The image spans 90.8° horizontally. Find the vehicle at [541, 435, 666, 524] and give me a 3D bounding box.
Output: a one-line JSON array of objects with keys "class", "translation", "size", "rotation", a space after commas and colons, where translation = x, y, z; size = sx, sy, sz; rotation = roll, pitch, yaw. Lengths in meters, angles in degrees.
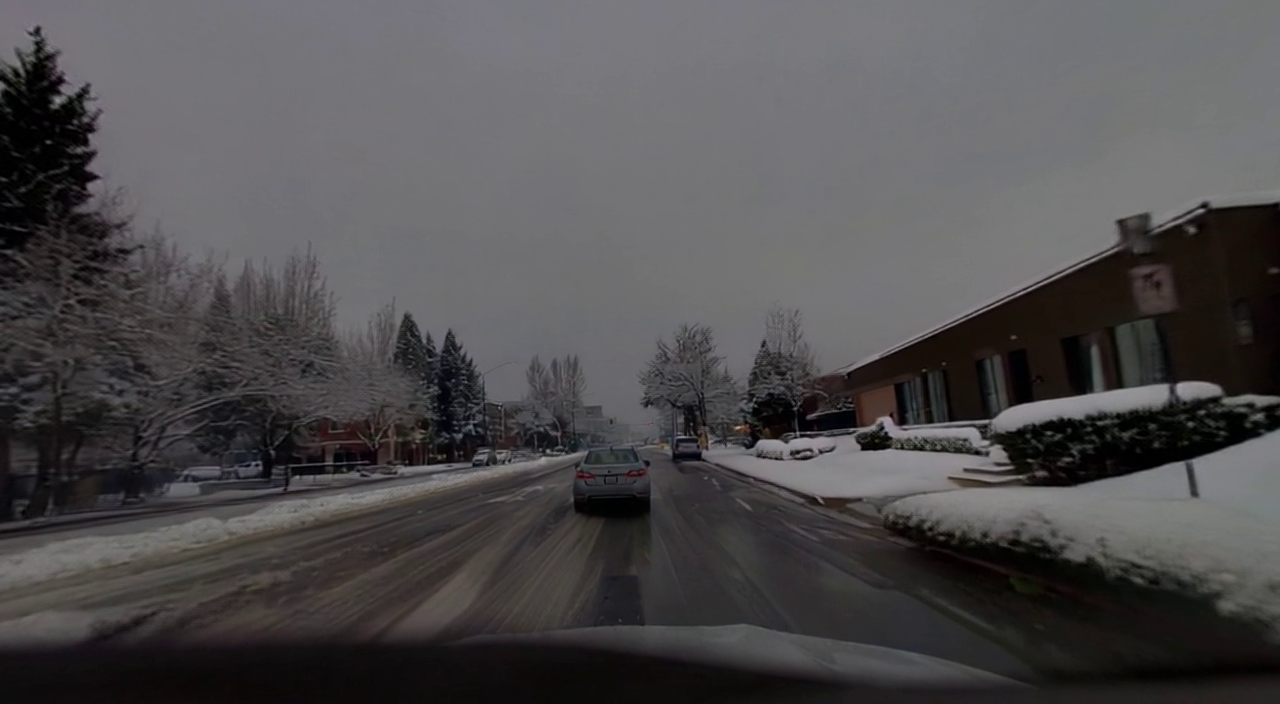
[{"class": "vehicle", "translation": [-0.733, 2.498, 12.984], "size": [2.116, 1.479, 4.358], "rotation": [0, -9, -3]}]

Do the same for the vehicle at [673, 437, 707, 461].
[{"class": "vehicle", "translation": [3.258, 6.446, 41.908], "size": [1.972, 1.484, 3.974], "rotation": [0, -8, 1]}]
